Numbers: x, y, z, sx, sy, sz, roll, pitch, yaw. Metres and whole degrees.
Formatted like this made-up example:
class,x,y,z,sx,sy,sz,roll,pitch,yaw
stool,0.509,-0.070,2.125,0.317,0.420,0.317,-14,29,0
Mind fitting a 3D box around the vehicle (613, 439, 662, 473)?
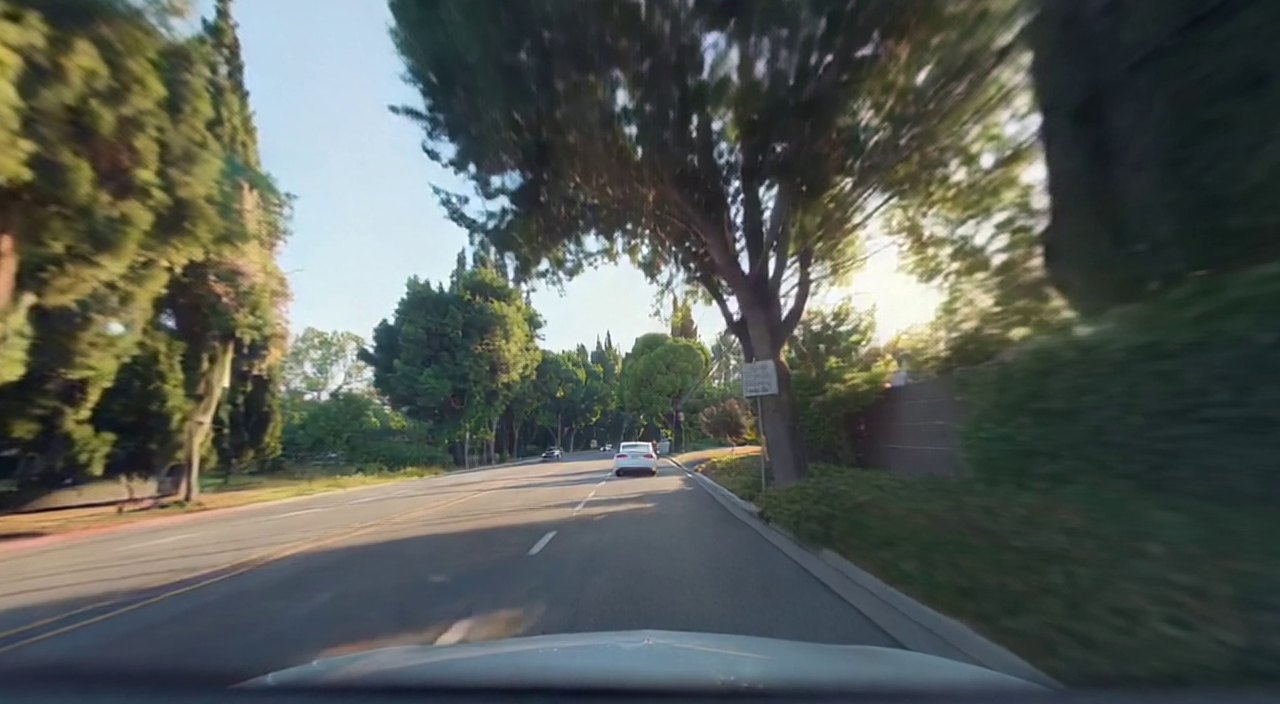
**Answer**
class,x,y,z,sx,sy,sz,roll,pitch,yaw
vehicle,-0.041,4.859,29.669,2.153,1.461,4.374,-1,-8,2
